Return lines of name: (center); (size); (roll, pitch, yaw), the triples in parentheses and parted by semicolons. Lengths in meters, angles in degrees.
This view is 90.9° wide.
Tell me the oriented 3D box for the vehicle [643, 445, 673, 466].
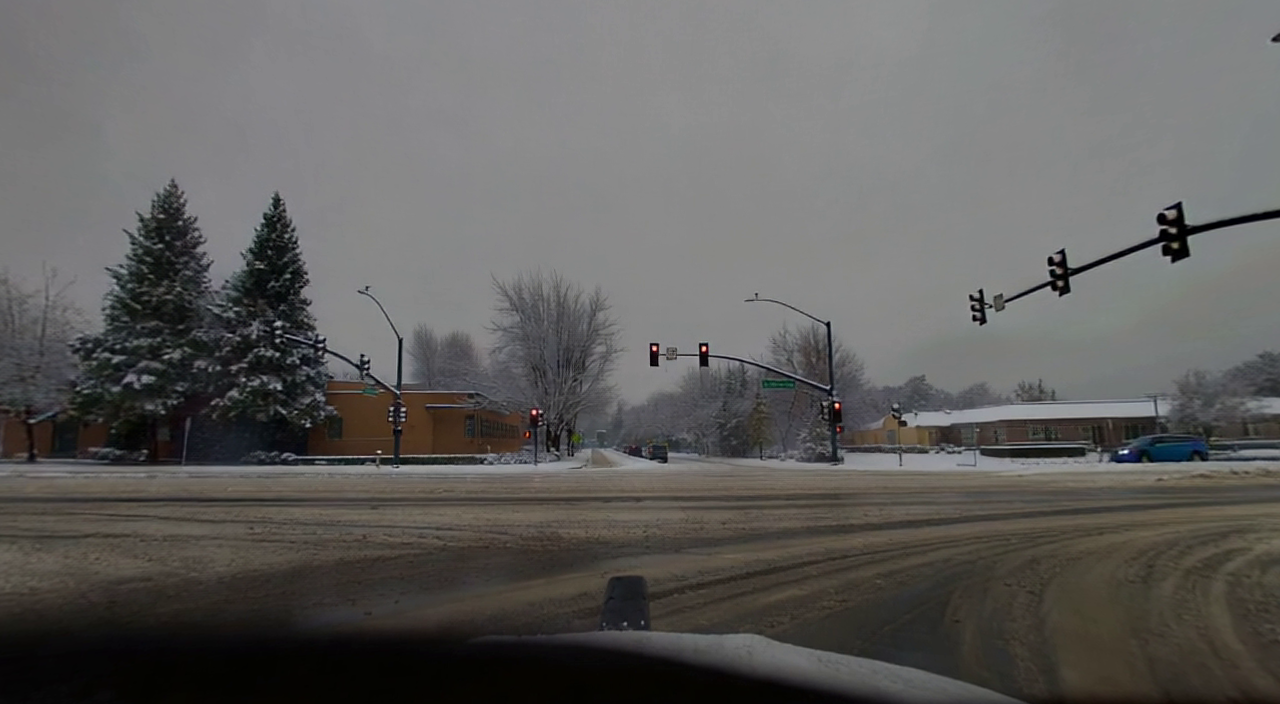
vehicle: (1.275, 7.630, 46.454); (2.132, 1.449, 4.235); (0, -9, 0)
